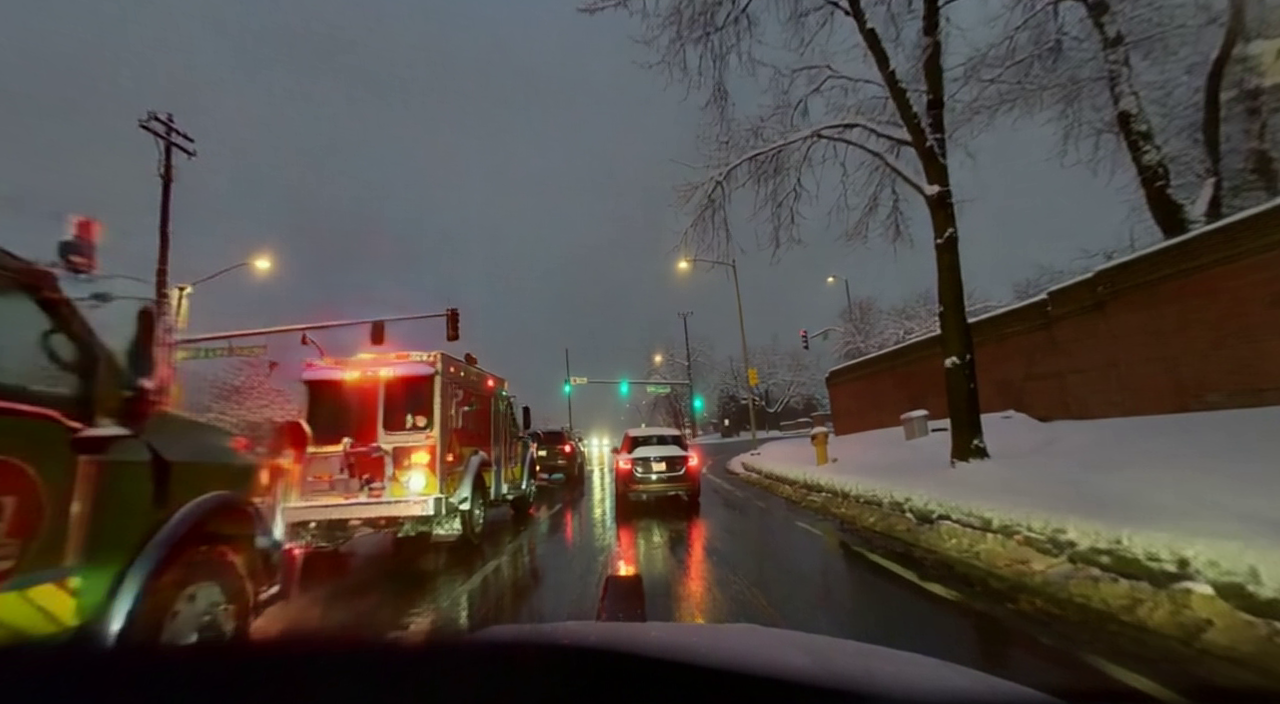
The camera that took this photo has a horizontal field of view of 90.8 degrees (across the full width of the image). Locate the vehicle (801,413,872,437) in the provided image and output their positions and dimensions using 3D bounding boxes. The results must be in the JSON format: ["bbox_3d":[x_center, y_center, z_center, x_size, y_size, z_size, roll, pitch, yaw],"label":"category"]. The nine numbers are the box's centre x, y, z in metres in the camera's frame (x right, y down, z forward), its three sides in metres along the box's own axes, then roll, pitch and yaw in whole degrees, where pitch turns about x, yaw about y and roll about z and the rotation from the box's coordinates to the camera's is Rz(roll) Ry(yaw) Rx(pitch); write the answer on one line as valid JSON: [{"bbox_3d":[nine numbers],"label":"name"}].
[{"bbox_3d":[14.593,5.485,47.006,4.528,1.704,2.073,2,-9,-13],"label":"vehicle"}]

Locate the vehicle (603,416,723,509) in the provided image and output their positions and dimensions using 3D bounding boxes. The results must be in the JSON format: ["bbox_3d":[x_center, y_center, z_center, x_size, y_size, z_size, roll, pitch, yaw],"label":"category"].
[{"bbox_3d":[0.310,2.539,15.006,2.332,1.831,4.930,0,-8,-4],"label":"vehicle"}]

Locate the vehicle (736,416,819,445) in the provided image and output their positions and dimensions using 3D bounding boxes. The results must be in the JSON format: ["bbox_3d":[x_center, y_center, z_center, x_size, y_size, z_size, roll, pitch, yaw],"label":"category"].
[{"bbox_3d":[9.233,5.317,42.578,4.955,1.907,2.040,1,-8,-11],"label":"vehicle"}]

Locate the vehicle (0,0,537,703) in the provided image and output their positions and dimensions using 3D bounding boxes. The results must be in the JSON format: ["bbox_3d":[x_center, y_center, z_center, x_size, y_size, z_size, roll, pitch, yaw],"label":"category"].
[{"bbox_3d":[-3.588,0.313,4.942,3.631,3.655,12.773,0,-8,-1],"label":"vehicle"}]
